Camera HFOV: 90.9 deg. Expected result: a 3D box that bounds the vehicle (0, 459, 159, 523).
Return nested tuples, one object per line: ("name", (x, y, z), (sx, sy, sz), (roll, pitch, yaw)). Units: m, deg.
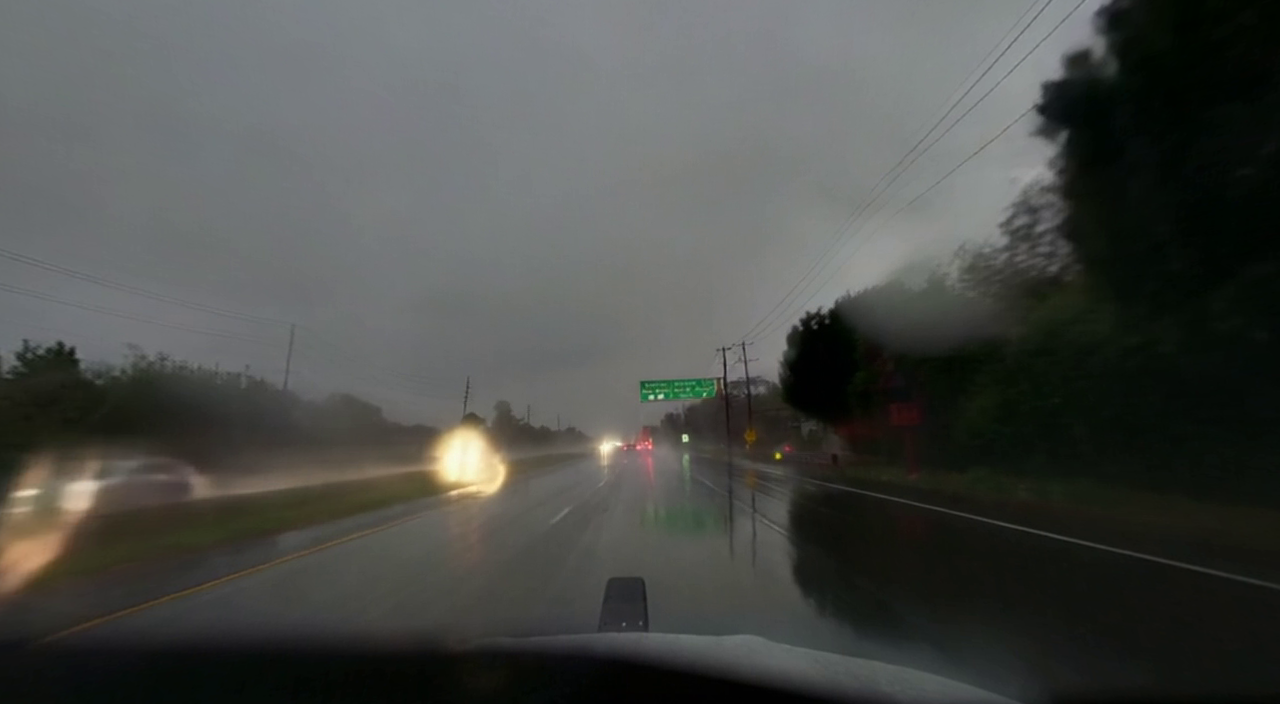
("vehicle", (-16.991, 3.986, 18.547), (1.904, 1.490, 4.703), (-1, -8, 1))
